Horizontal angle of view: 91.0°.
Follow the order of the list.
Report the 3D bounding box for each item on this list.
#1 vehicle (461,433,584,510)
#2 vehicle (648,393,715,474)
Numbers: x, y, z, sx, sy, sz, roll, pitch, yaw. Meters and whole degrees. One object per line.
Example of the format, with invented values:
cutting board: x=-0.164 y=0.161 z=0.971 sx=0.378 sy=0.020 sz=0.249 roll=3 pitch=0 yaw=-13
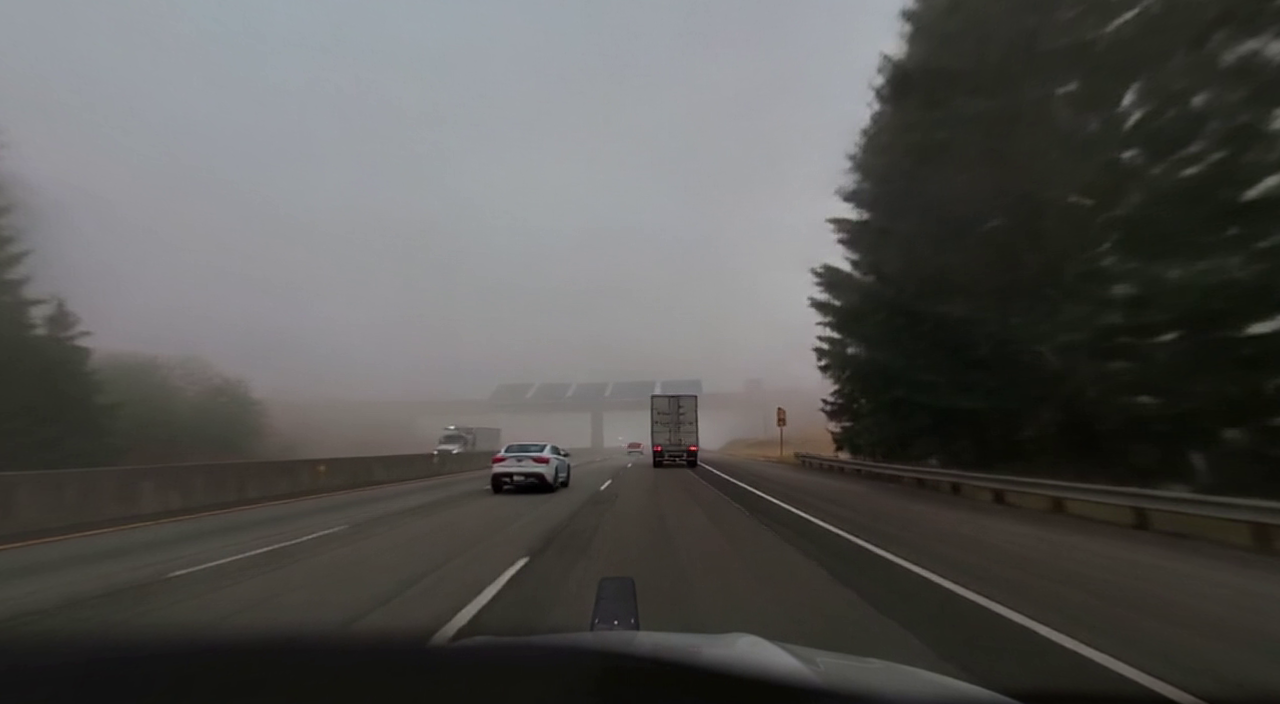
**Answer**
vehicle: x=-2.651 y=2.826 z=15.358 sx=2.066 sy=1.581 sz=4.268 roll=-1 pitch=-8 yaw=2
vehicle: x=2.050 y=4.387 z=33.526 sx=2.967 sy=3.633 sz=10.015 roll=-1 pitch=-8 yaw=2
